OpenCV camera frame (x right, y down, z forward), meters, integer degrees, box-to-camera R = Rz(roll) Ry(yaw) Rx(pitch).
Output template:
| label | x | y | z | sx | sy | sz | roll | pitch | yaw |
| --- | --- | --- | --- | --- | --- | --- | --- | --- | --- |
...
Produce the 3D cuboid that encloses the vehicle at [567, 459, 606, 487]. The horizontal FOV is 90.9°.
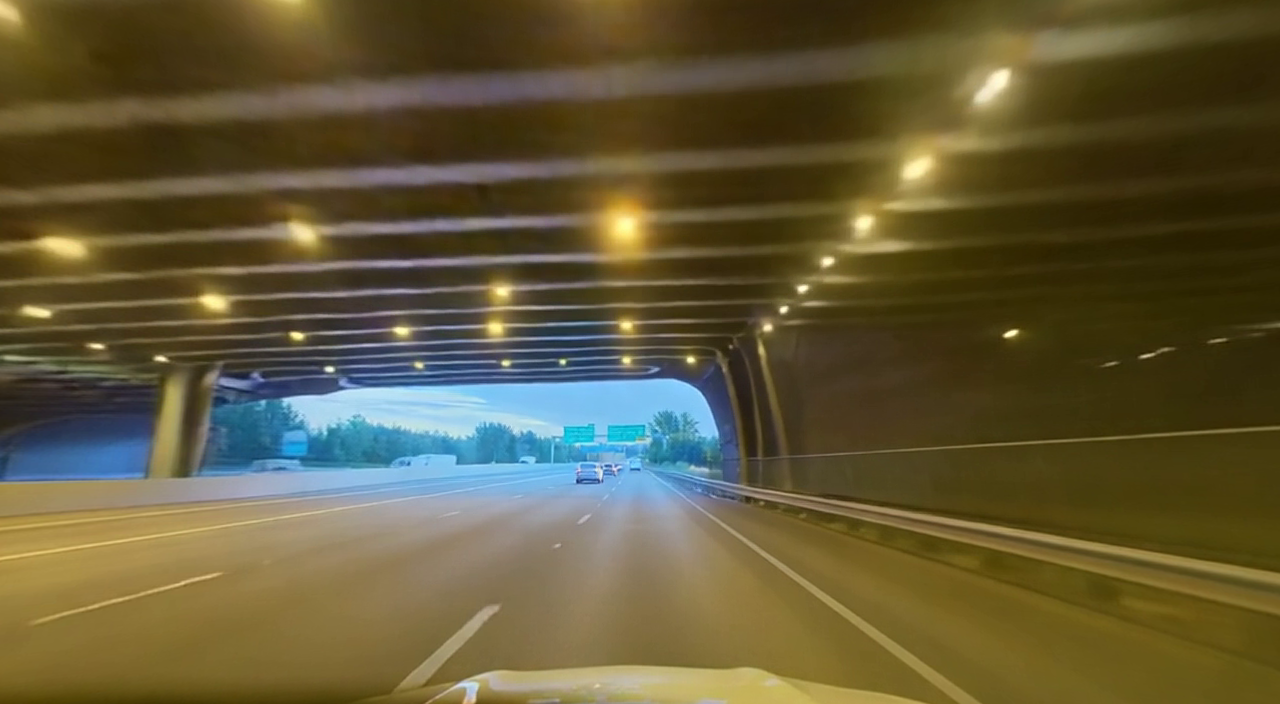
| label | x | y | z | sx | sy | sz | roll | pitch | yaw |
| --- | --- | --- | --- | --- | --- | --- | --- | --- | --- |
| vehicle | -3.300 | 7.581 | 39.510 | 2.092 | 1.642 | 3.895 | 1 | -10 | 0 |
